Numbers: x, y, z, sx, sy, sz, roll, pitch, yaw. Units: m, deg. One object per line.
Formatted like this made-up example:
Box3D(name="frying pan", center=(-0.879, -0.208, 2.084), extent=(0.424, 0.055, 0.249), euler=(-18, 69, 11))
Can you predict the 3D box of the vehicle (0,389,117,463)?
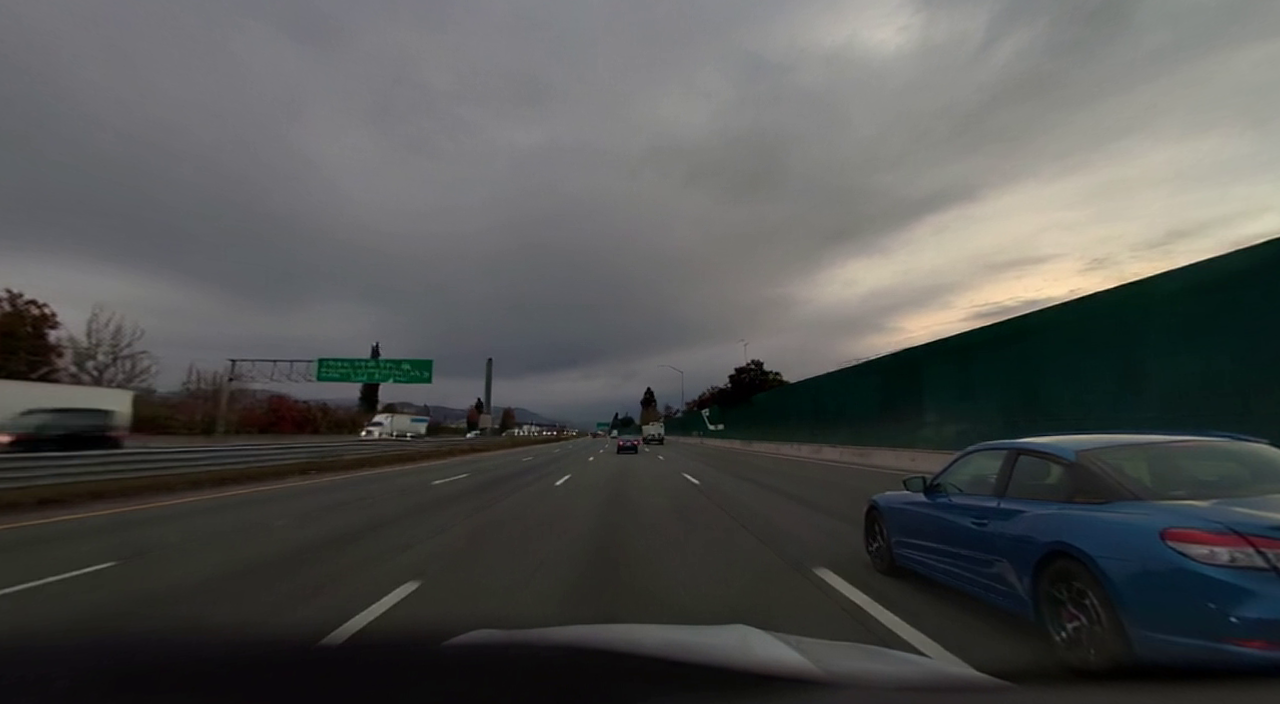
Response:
Box3D(name="vehicle", center=(-22.514, 2.710, 22.648), extent=(2.238, 2.462, 5.879), euler=(0, -8, -1))
